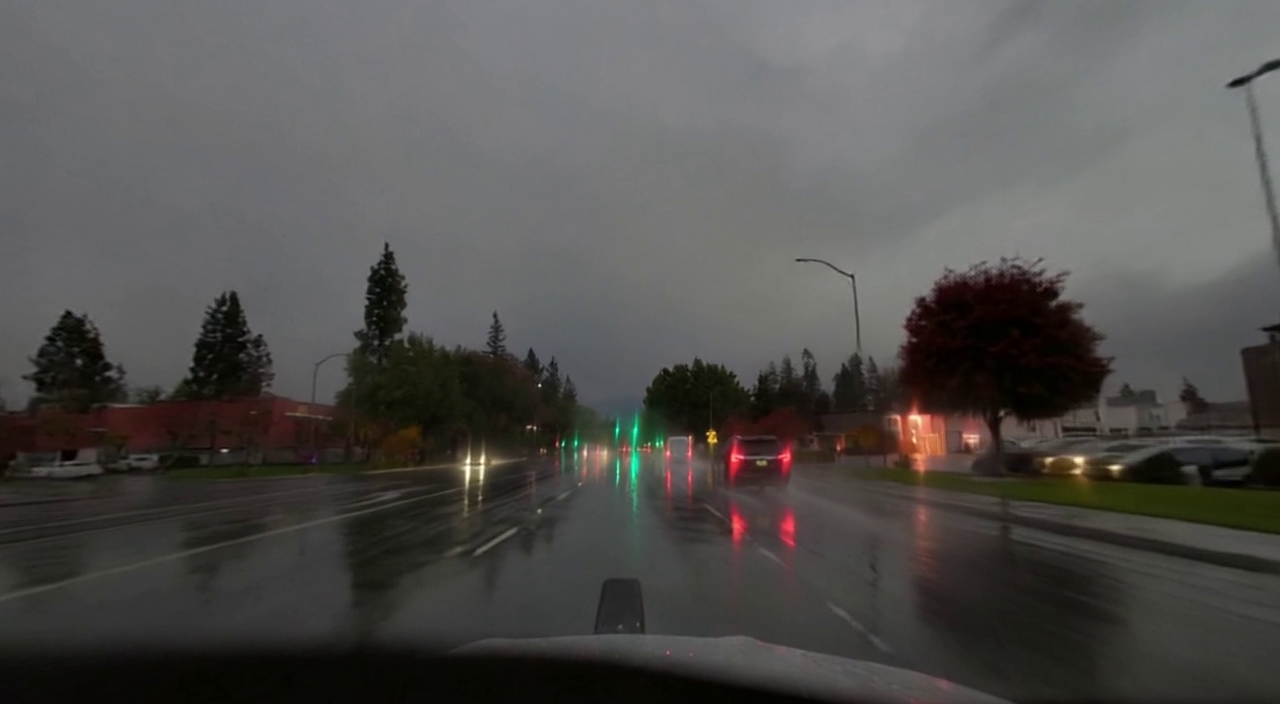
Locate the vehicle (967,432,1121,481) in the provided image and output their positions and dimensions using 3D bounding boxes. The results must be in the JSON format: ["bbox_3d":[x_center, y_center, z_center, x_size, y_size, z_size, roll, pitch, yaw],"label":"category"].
[{"bbox_3d":[15.827,4.121,24.934,4.682,1.635,2.053,-2,-9,-6],"label":"vehicle"}]

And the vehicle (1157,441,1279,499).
[{"bbox_3d":[16.732,3.114,16.931,4.203,1.424,2.077,2,-9,-11],"label":"vehicle"}]

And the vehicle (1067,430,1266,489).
[{"bbox_3d":[16.145,3.292,19.508,4.575,1.681,2.066,1,-9,-9],"label":"vehicle"}]

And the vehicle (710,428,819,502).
[{"bbox_3d":[3.313,3.116,17.756,2.060,1.816,4.343,0,-9,-1],"label":"vehicle"}]
